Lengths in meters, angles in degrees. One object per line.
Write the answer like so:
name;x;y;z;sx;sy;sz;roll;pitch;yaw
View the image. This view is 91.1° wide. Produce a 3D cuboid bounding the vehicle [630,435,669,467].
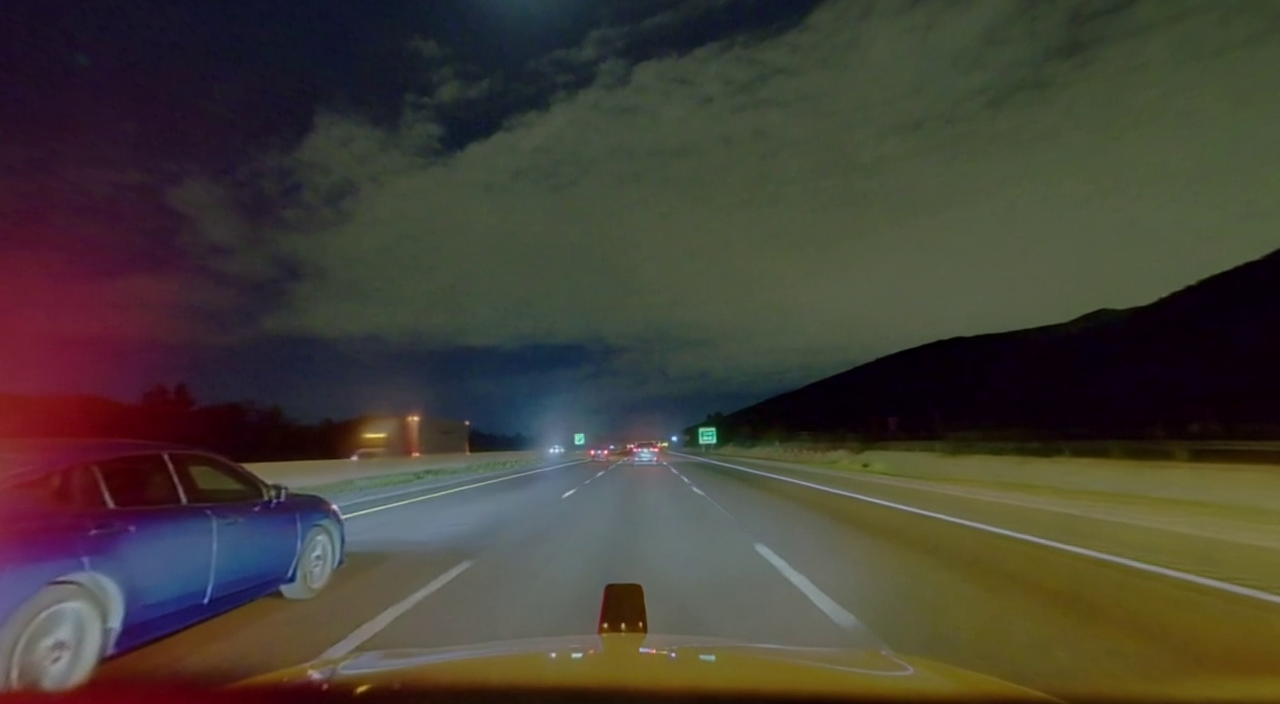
vehicle;0.534;6.150;39.251;2.272;1.836;4.866;0;-8;0
